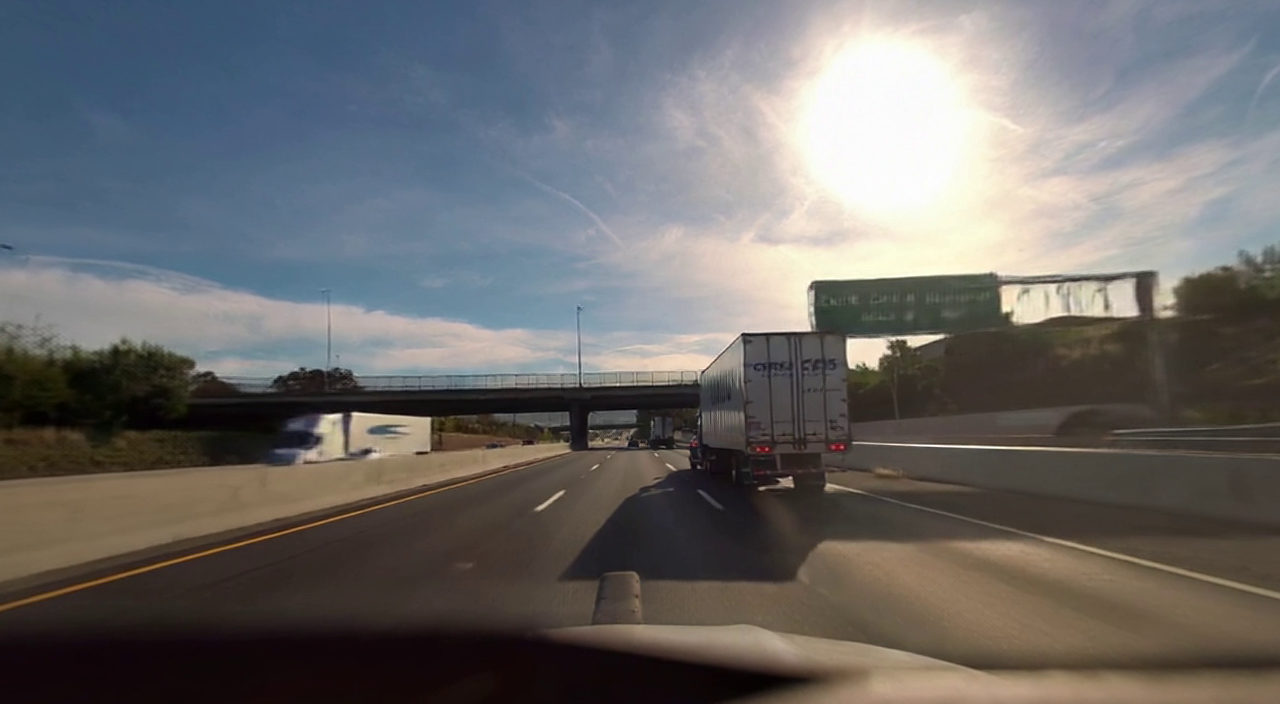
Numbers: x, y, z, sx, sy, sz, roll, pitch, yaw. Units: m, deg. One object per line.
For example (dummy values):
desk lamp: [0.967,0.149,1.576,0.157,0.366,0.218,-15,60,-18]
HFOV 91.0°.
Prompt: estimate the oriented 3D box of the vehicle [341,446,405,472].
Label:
vehicle: [-16.313,6.519,38.685,1.916,1.450,4.484,0,-8,0]

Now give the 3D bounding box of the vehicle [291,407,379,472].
vehicle: [-20.599,5.947,42.907,2.959,4.062,5.944,0,-8,-1]

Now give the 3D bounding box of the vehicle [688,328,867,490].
vehicle: [3.986,2.421,23.103,2.976,4.064,14.619,0,-8,-1]
